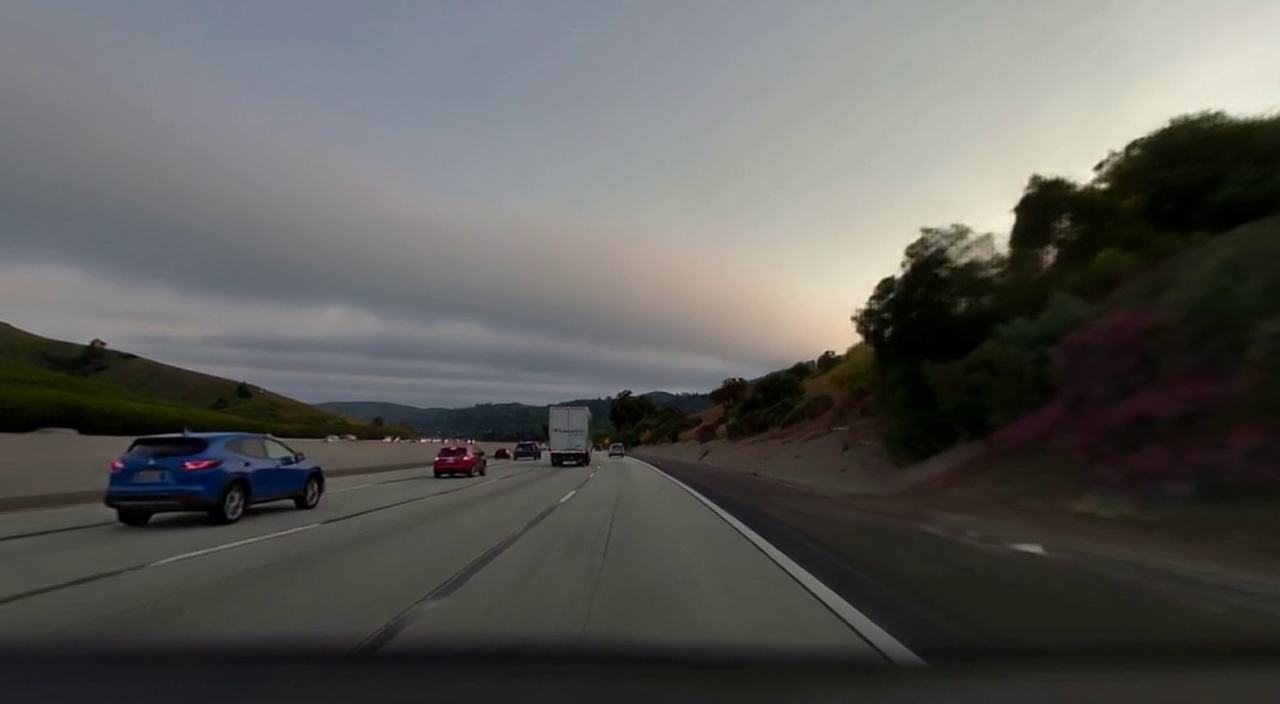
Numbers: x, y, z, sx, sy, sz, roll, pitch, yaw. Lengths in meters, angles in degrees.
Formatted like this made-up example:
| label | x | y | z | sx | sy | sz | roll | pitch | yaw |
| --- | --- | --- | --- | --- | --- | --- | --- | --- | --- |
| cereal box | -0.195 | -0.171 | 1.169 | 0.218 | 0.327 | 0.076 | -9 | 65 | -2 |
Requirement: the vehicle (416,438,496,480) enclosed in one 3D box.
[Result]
| label | x | y | z | sx | sy | sz | roll | pitch | yaw |
| --- | --- | --- | --- | --- | --- | --- | --- | --- | --- |
| vehicle | -7.826 | 4.611 | 27.319 | 2.099 | 1.644 | 4.638 | 1 | -9 | -1 |

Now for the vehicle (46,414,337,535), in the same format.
| label | x | y | z | sx | sy | sz | roll | pitch | yaw |
| --- | --- | --- | --- | --- | --- | --- | --- | --- | --- |
| vehicle | -7.575 | 2.115 | 11.367 | 2.081 | 1.740 | 4.268 | 1 | -9 | -1 |
